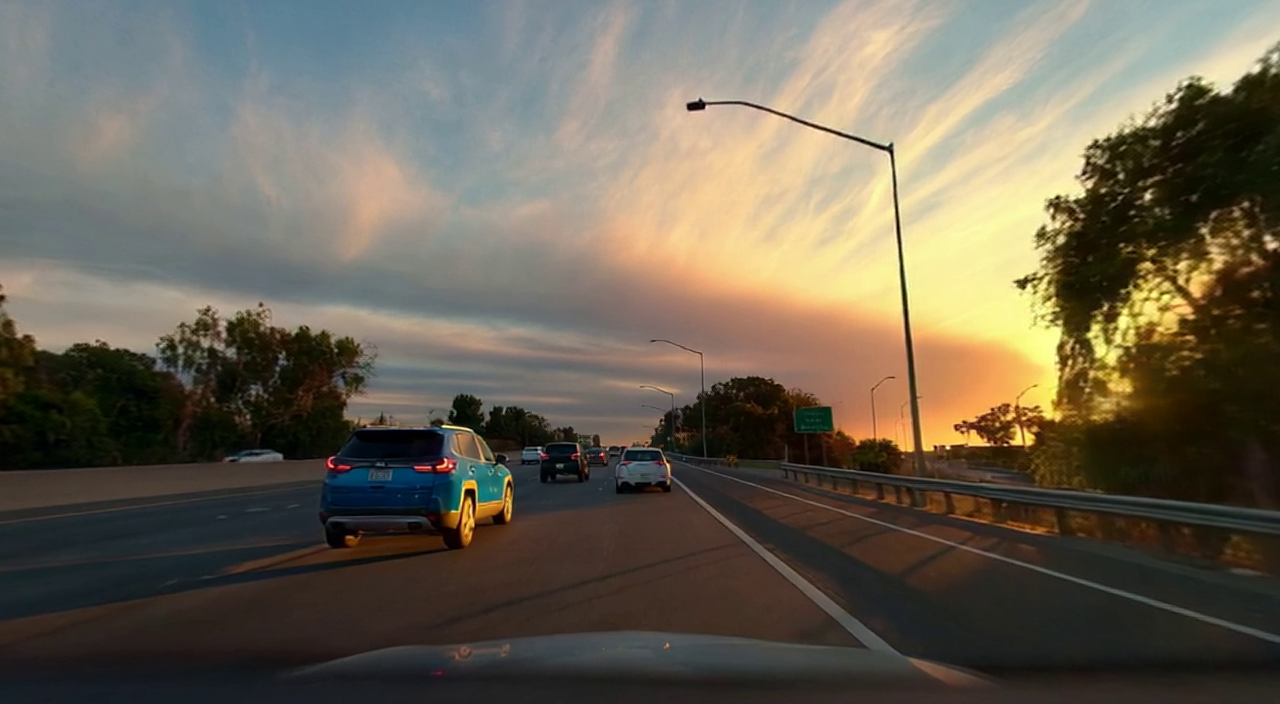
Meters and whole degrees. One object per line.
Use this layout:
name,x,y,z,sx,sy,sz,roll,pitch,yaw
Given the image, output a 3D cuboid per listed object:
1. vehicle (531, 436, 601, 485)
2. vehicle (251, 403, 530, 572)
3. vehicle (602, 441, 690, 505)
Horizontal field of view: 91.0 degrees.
vehicle,-2.845,4.346,25.468,2.125,1.771,4.721,0,-9,2
vehicle,-3.050,1.772,8.890,2.123,1.798,4.108,0,-9,2
vehicle,0.126,3.162,16.889,2.068,1.488,4.045,0,-9,-1
